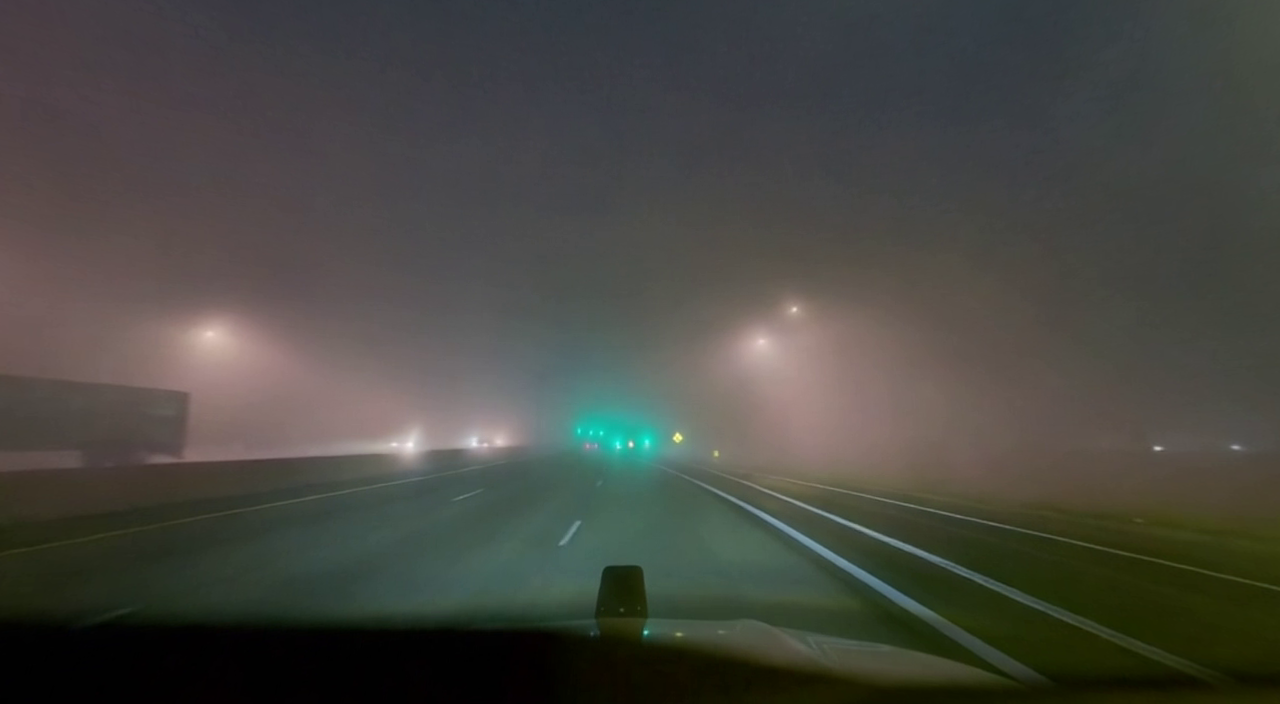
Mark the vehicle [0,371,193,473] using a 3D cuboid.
[{"bbox_3d":[-27.840,3.348,29.055,2.903,4.123,16.626,0,-8,-2],"label":"vehicle"}]
